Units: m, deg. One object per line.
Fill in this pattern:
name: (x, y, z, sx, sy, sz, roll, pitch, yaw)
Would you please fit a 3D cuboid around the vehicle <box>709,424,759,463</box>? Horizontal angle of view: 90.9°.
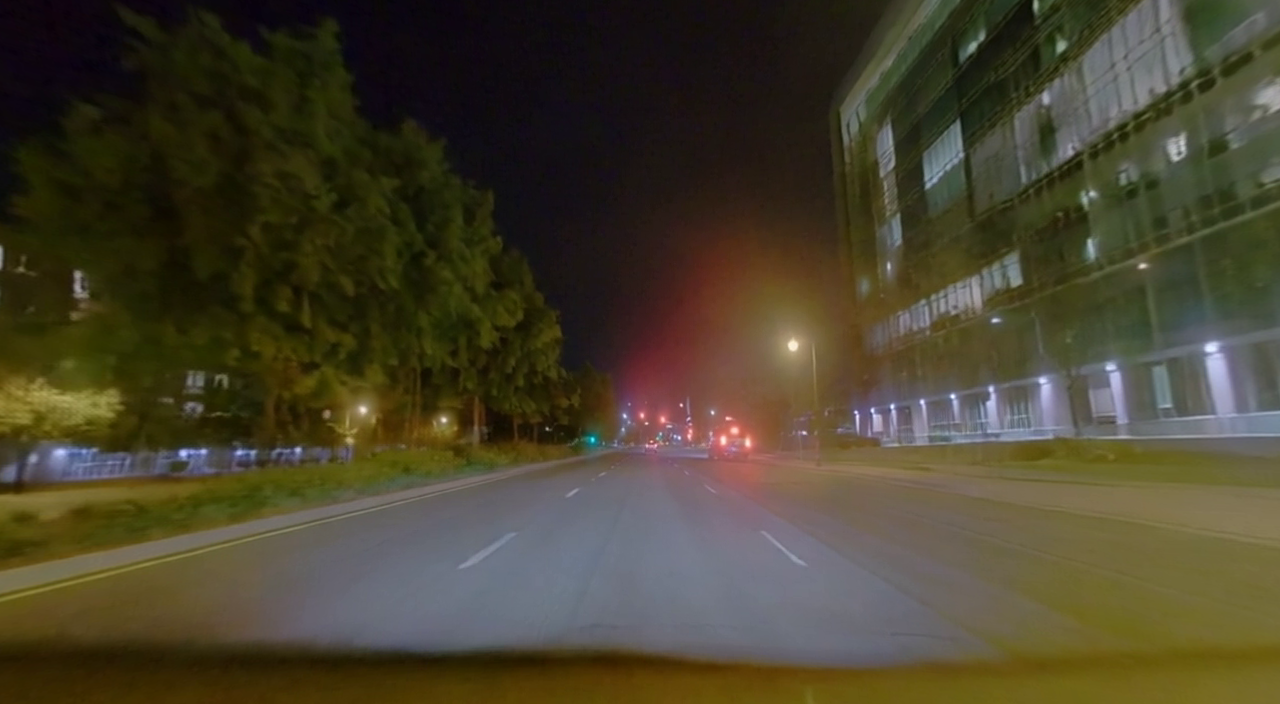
vehicle: (6.731, 6.624, 45.781, 2.762, 2.607, 6.182, 0, -8, 1)
